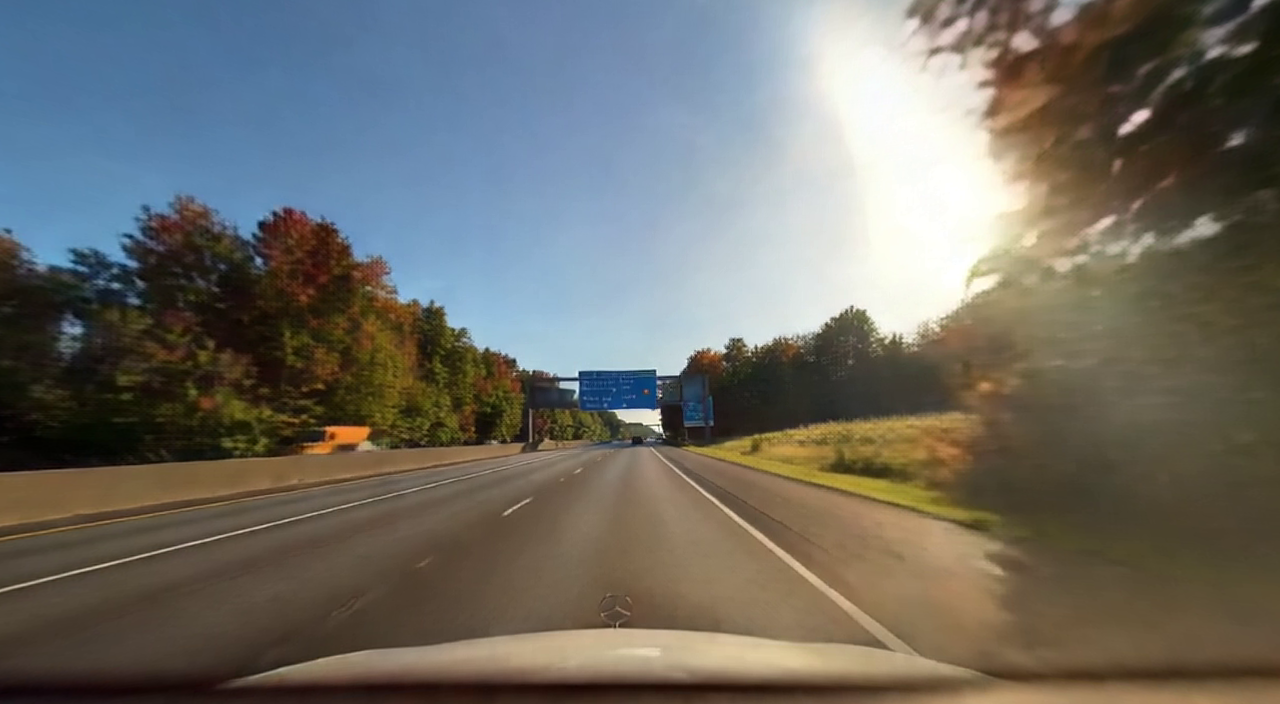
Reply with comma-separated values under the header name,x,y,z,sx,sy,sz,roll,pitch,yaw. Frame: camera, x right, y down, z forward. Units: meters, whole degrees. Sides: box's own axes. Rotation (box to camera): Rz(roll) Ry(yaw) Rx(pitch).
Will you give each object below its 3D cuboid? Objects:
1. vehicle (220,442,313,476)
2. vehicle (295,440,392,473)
name,x,y,z,sx,sy,sz,roll,pitch,yaw
vehicle,-17.935,5.121,30.474,1.979,1.497,4.154,0,-8,-1
vehicle,-13.808,4.848,29.697,2.081,1.380,5.160,0,-8,0
